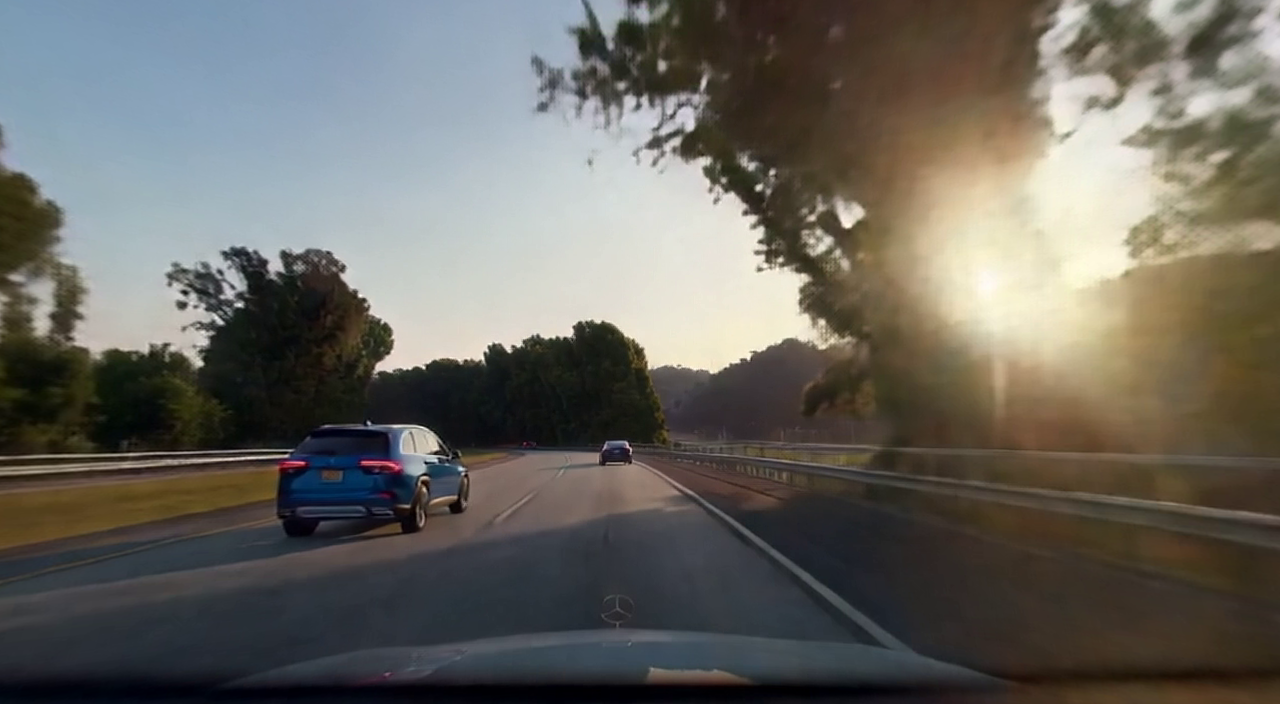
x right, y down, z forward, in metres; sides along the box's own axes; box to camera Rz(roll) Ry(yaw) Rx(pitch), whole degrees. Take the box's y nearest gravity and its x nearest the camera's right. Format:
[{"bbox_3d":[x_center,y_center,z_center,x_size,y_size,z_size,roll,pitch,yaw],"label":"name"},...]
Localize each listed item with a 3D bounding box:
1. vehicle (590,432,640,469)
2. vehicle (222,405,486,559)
[{"bbox_3d":[-1.409,5.196,33.562,2.452,1.857,4.022,1,-8,-5],"label":"vehicle"},{"bbox_3d":[-4.069,1.906,10.109,2.053,1.847,4.760,0,-8,-1],"label":"vehicle"}]
